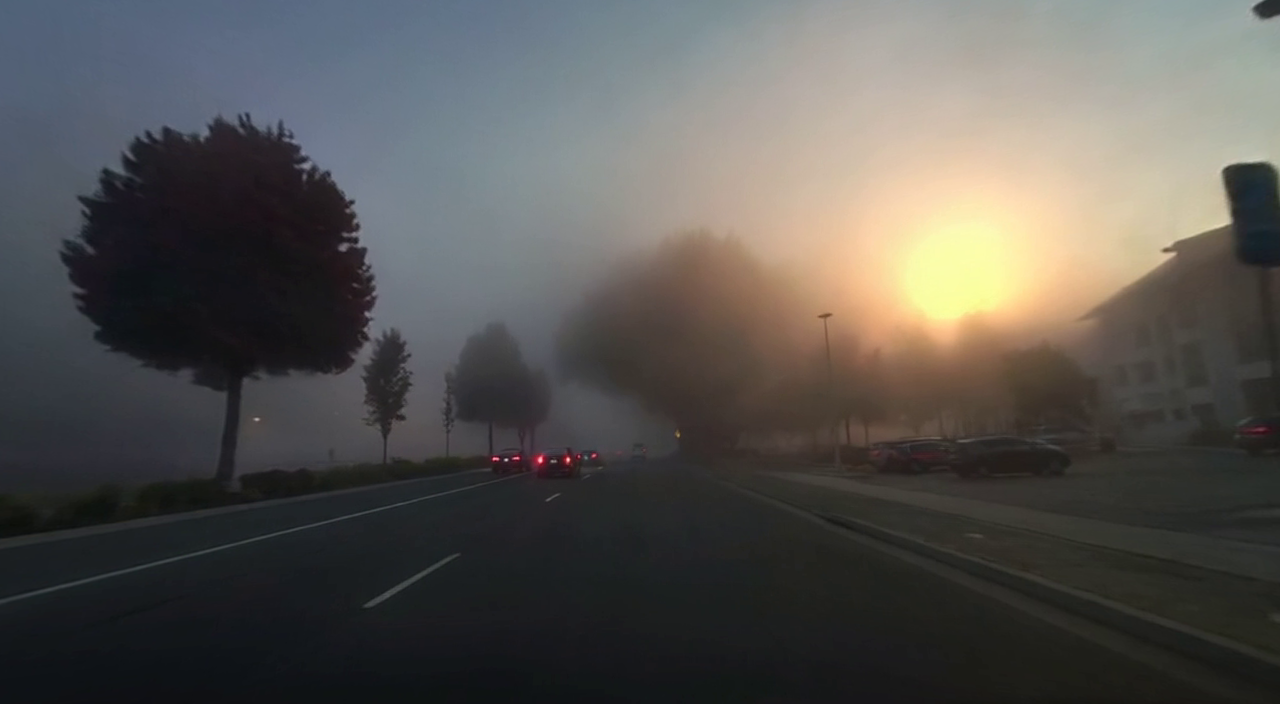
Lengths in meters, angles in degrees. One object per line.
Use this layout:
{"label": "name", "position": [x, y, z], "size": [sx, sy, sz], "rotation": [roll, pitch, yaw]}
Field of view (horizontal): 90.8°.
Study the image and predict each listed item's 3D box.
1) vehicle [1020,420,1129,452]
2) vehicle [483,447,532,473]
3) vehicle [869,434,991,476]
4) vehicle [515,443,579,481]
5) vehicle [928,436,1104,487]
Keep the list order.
{"label": "vehicle", "position": [25.527, 4.960, 37.213], "size": [4.939, 1.818, 1.989], "rotation": [0, -9, -1]}
{"label": "vehicle", "position": [-8.183, 6.702, 39.467], "size": [1.976, 1.497, 4.709], "rotation": [0, -9, 1]}
{"label": "vehicle", "position": [12.712, 4.562, 27.915], "size": [4.313, 1.596, 2.028], "rotation": [-2, -9, -2]}
{"label": "vehicle", "position": [-3.949, 4.765, 27.640], "size": [2.011, 1.483, 4.596], "rotation": [0, -9, 1]}
{"label": "vehicle", "position": [13.044, 3.810, 22.166], "size": [4.790, 1.439, 2.034], "rotation": [-3, -9, 1]}
